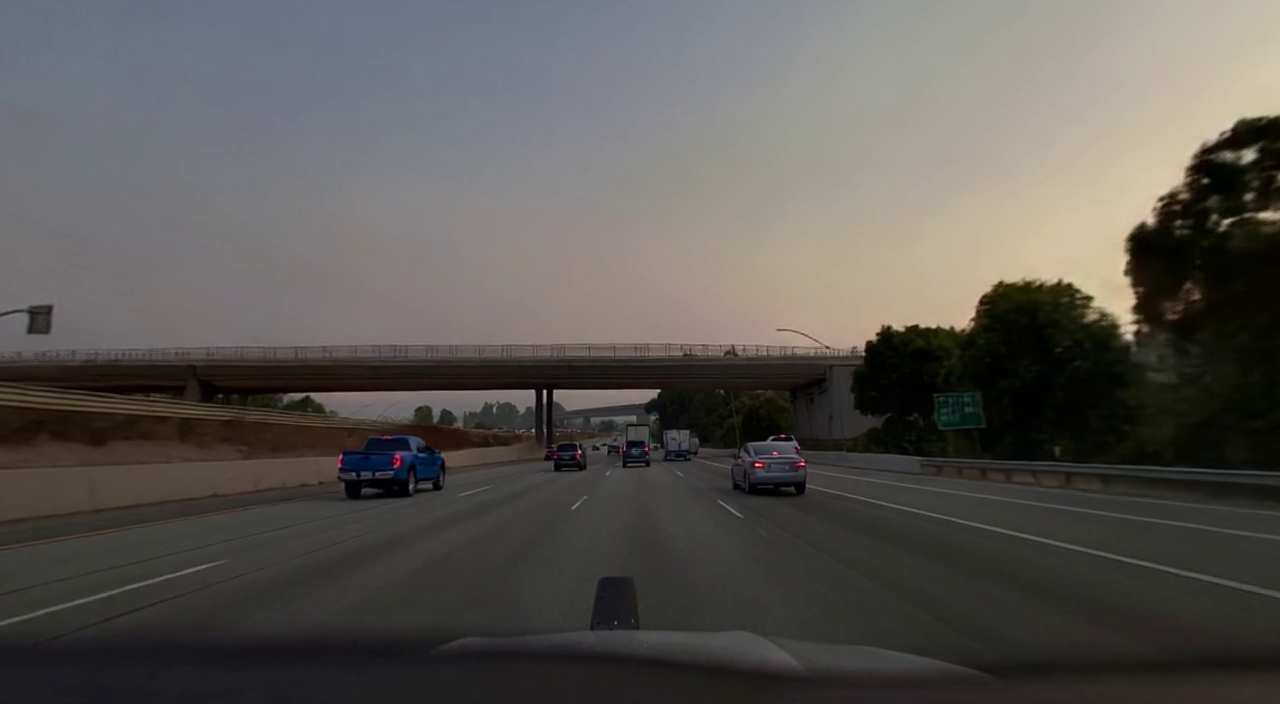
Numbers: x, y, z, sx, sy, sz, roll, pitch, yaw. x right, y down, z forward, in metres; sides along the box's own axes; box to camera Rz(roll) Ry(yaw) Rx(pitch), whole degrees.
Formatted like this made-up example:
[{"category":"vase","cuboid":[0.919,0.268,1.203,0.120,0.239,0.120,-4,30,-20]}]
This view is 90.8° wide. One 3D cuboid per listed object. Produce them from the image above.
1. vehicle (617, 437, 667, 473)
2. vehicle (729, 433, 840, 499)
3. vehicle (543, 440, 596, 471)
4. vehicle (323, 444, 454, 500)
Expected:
[{"category":"vehicle","cuboid":[0.089,5.776,35.686,2.572,1.837,5.693,0,-9,0]},{"category":"vehicle","cuboid":[3.944,3.184,18.027,2.119,1.653,4.000,0,-9,-1]},{"category":"vehicle","cuboid":[-4.084,6.112,37.595,2.535,1.715,5.030,0,-9,0]},{"category":"vehicle","cuboid":[-7.204,3.458,18.682,1.947,1.444,4.595,0,-9,0]}]
